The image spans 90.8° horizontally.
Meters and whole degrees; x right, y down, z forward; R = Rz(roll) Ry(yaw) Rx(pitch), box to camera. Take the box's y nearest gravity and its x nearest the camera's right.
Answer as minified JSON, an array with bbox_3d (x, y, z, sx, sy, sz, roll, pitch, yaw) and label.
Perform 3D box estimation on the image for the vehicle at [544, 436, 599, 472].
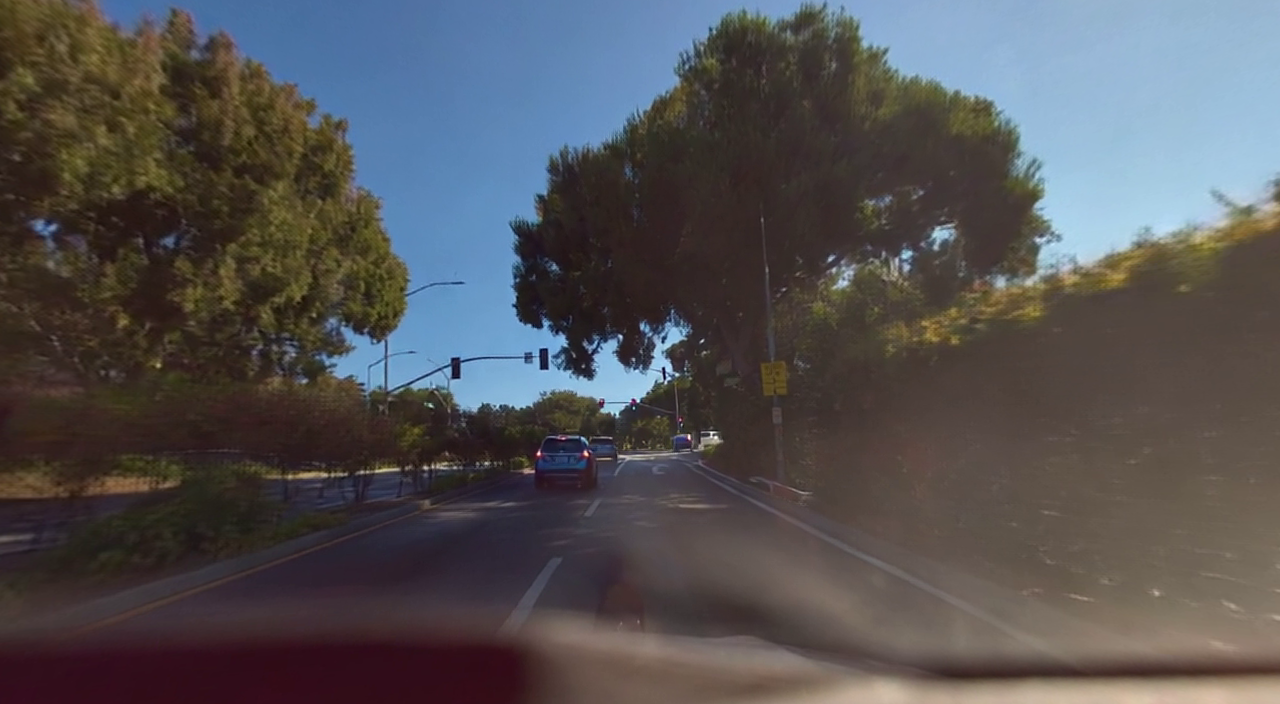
[{"bbox_3d":[-2.997,4.591,28.537,1.979,1.492,3.930,0,-9,1],"label":"vehicle"}]

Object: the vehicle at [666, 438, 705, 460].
[{"bbox_3d":[3.079,6.455,42.104,1.945,1.410,4.284,-2,-9,13],"label":"vehicle"}]

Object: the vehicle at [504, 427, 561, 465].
[{"bbox_3d":[-6.139,5.484,36.786,2.390,2.020,5.085,0,-9,0],"label":"vehicle"}]
